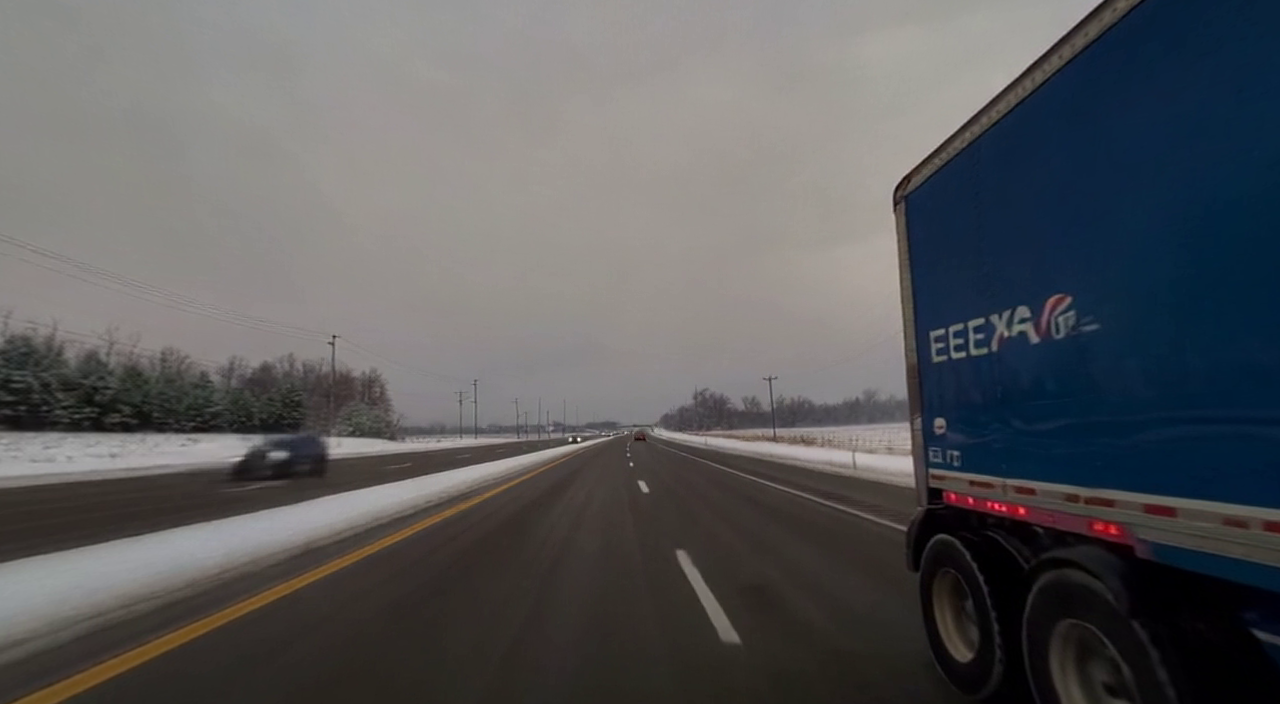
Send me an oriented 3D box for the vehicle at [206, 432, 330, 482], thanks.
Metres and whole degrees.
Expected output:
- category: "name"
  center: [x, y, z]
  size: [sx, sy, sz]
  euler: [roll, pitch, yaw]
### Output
- category: "vehicle"
  center: [-12.165, 3.426, 20.915]
  size: [1.806, 1.471, 3.963]
  euler: [0, -8, -2]
